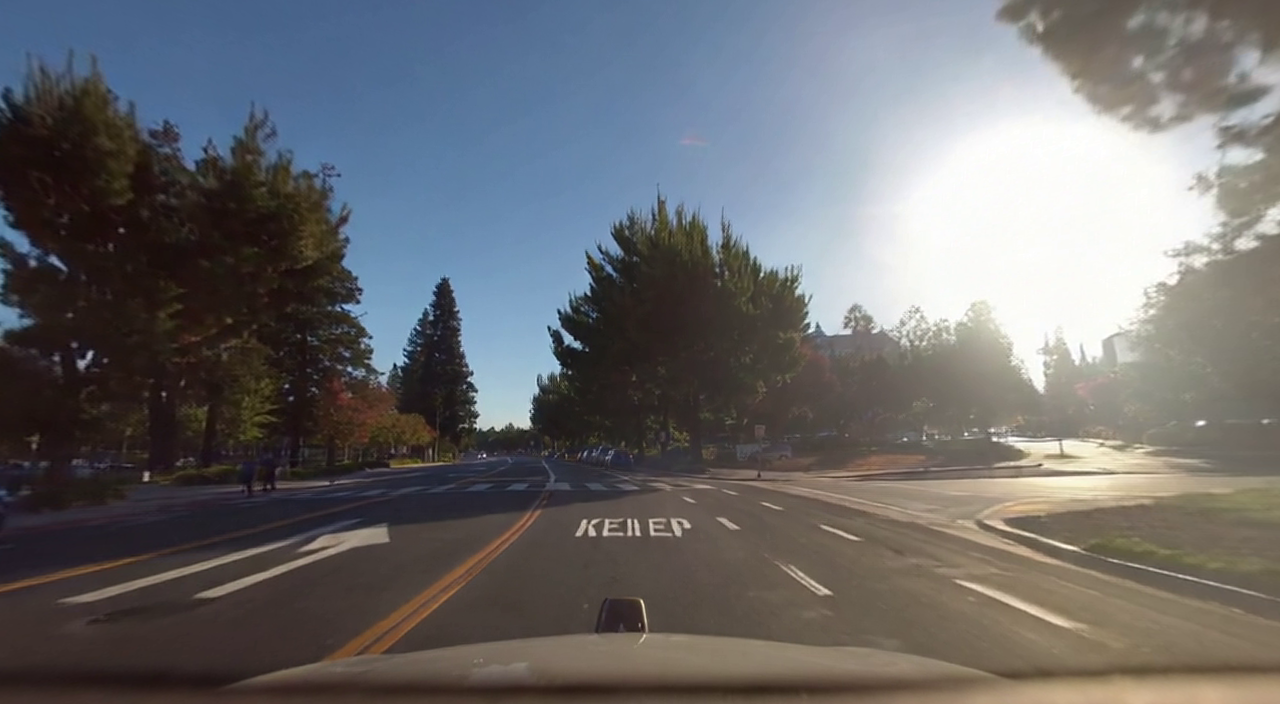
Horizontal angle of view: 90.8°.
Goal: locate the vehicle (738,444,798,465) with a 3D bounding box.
[{"bbox_3d":[9.922,7.959,49.264,4.201,1.546,1.749,1,-9,-7],"label":"vehicle"}]
